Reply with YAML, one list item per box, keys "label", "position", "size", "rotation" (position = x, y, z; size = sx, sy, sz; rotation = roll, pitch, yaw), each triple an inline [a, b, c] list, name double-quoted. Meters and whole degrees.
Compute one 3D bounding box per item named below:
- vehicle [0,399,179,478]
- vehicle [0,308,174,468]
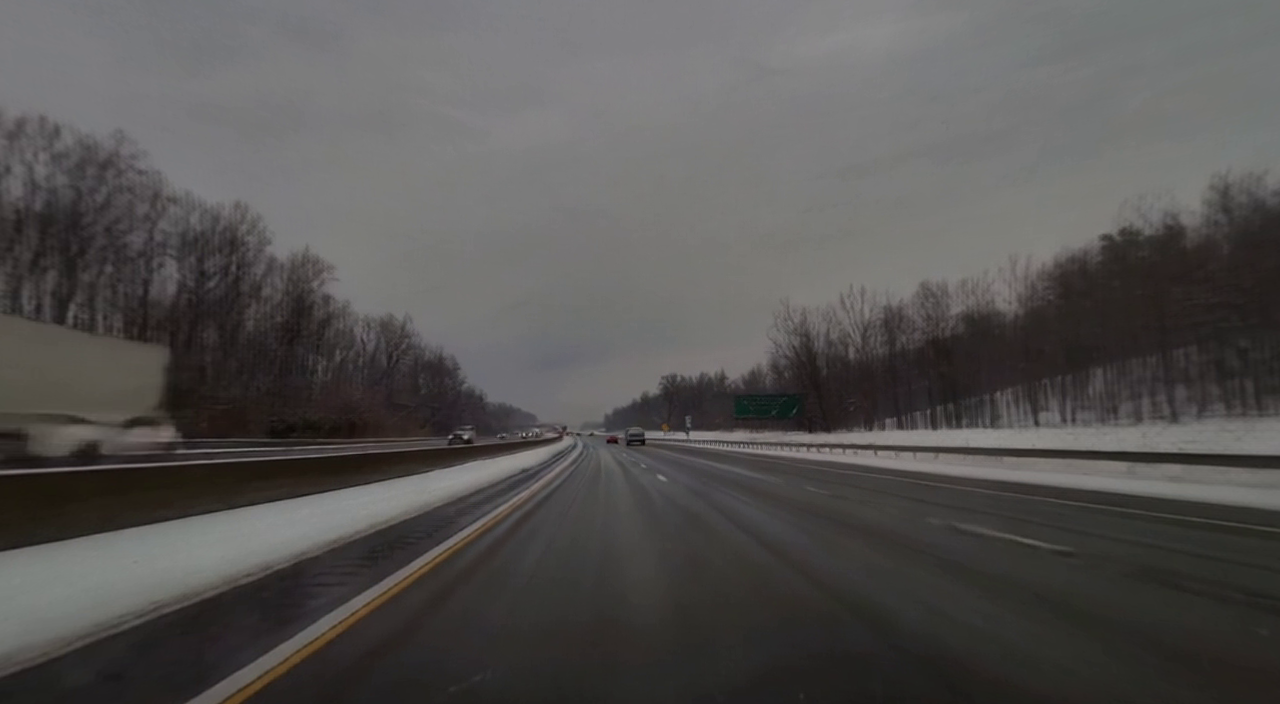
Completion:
- label: "vehicle"
  position: [-13.507, 2.018, 14.749]
  size: [1.926, 1.561, 4.710]
  rotation: [0, -8, -2]
- label: "vehicle"
  position: [-18.031, 0.834, 15.477]
  size: [2.967, 4.106, 14.224]
  rotation: [0, -8, -3]
